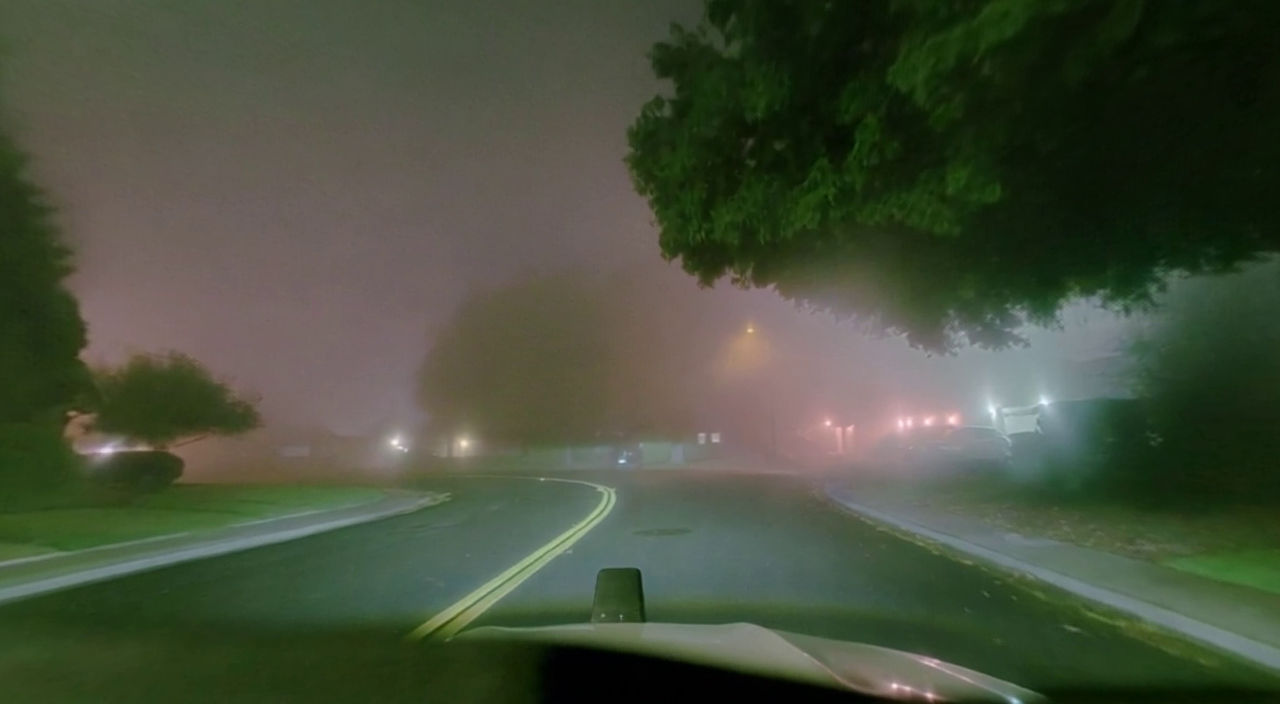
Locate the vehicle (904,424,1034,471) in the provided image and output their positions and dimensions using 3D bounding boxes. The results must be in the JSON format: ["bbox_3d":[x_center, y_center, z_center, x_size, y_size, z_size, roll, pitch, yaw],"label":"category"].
[{"bbox_3d":[13.962,4.109,27.024,4.327,1.573,1.967,-5,-10,4],"label":"vehicle"}]

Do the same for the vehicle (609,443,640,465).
[{"bbox_3d":[-1.185,7.931,49.456,1.819,1.442,4.329,-2,-6,7],"label":"vehicle"}]

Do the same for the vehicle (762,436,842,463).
[{"bbox_3d":[10.705,6.436,41.691,4.799,1.451,2.144,1,-8,-26],"label":"vehicle"}]
